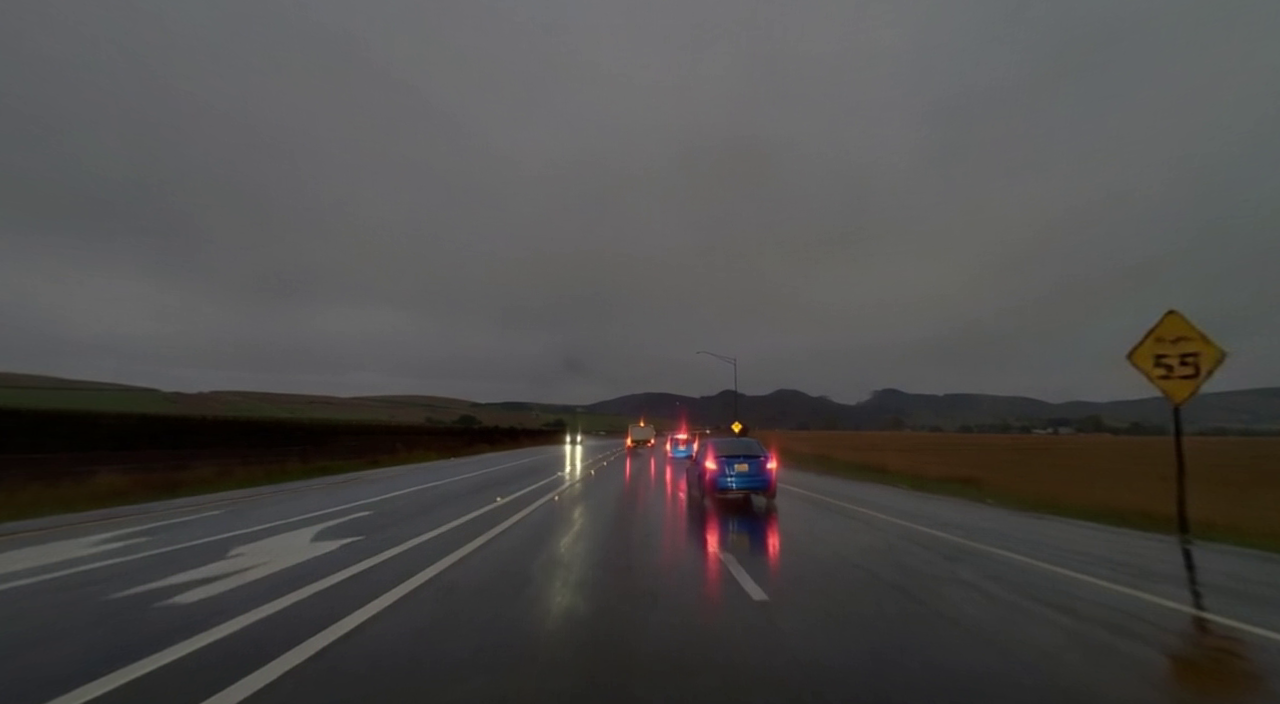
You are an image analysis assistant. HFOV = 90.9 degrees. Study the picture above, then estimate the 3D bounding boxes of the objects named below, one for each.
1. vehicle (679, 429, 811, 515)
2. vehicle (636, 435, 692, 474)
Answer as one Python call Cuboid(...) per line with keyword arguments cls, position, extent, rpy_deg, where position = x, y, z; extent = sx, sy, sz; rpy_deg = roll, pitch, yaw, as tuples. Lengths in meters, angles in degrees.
Cuboid(cls="vehicle", position=(2.036, 2.469, 13.469), extent=(2.007, 1.534, 3.976), rpy_deg=(0, -8, -2))
Cuboid(cls="vehicle", position=(0.946, 4.400, 27.251), extent=(2.026, 1.531, 4.273), rpy_deg=(0, -8, -3))
